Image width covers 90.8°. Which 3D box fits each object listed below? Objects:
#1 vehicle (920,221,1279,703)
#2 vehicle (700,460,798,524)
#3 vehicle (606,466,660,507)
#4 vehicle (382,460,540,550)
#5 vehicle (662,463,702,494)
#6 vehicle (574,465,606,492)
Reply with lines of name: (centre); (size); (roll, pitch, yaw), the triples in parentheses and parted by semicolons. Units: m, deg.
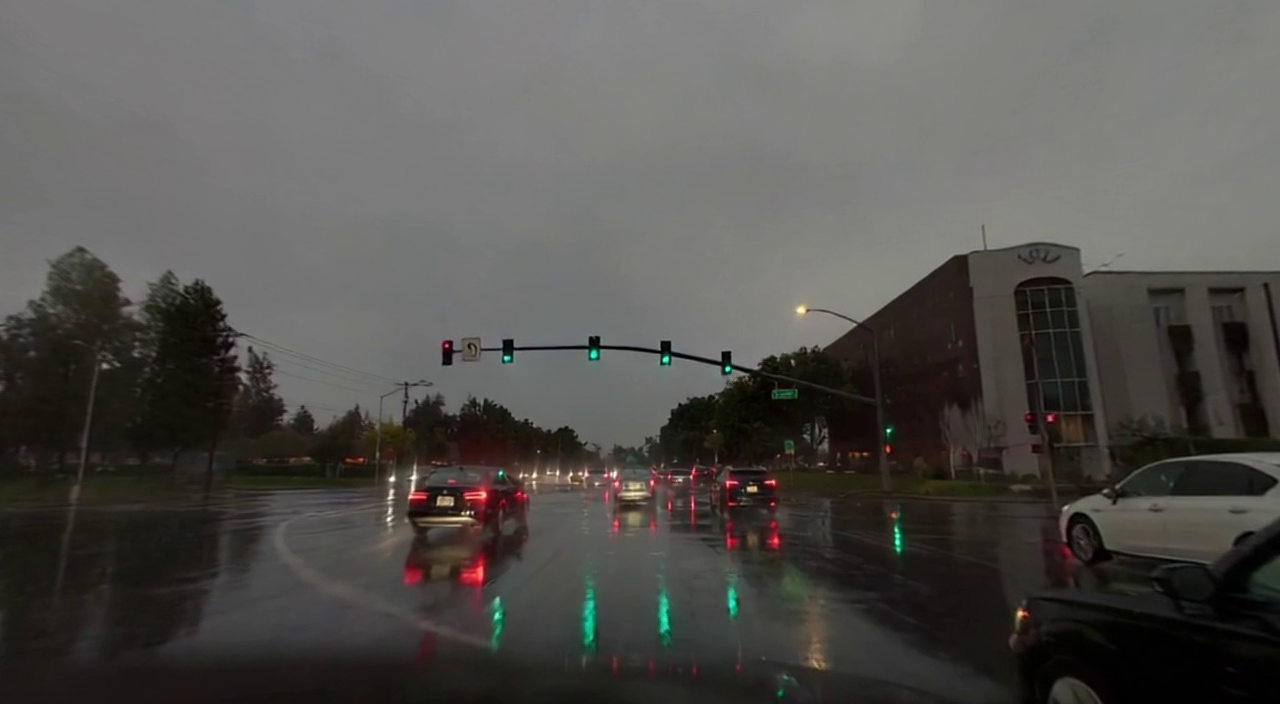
vehicle: (2.735, 0.497, 0.974); (2.153, 1.853, 5.235); (0, -8, 0)
vehicle: (3.188, 4.206, 19.574); (1.996, 1.566, 4.917); (0, -8, -2)
vehicle: (-0.304, 5.634, 26.785); (2.098, 1.461, 3.958); (0, -8, -1)
vehicle: (-3.542, 3.118, 13.532); (2.045, 1.463, 4.490); (0, -8, 0)
vehicle: (2.647, 8.119, 40.805); (2.138, 1.778, 4.422); (0, -8, -2)
vehicle: (-3.691, 9.476, 47.540); (2.033, 1.714, 4.278); (0, -8, 0)
